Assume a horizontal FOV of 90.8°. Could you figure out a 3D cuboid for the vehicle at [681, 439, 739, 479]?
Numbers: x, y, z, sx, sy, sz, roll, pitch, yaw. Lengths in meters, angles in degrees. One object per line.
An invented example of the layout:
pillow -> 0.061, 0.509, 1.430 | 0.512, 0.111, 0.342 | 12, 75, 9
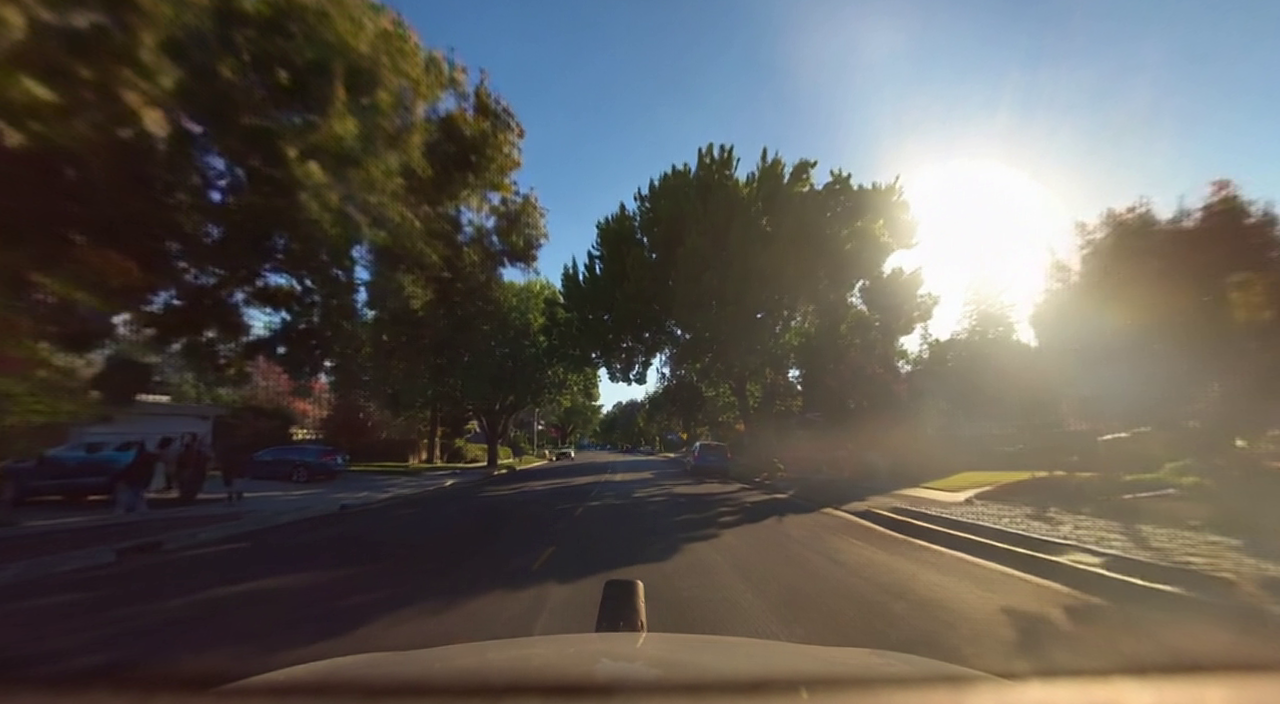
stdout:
vehicle -> 3.033, 4.749, 28.285 | 2.114, 1.633, 4.042 | 0, -8, 0
